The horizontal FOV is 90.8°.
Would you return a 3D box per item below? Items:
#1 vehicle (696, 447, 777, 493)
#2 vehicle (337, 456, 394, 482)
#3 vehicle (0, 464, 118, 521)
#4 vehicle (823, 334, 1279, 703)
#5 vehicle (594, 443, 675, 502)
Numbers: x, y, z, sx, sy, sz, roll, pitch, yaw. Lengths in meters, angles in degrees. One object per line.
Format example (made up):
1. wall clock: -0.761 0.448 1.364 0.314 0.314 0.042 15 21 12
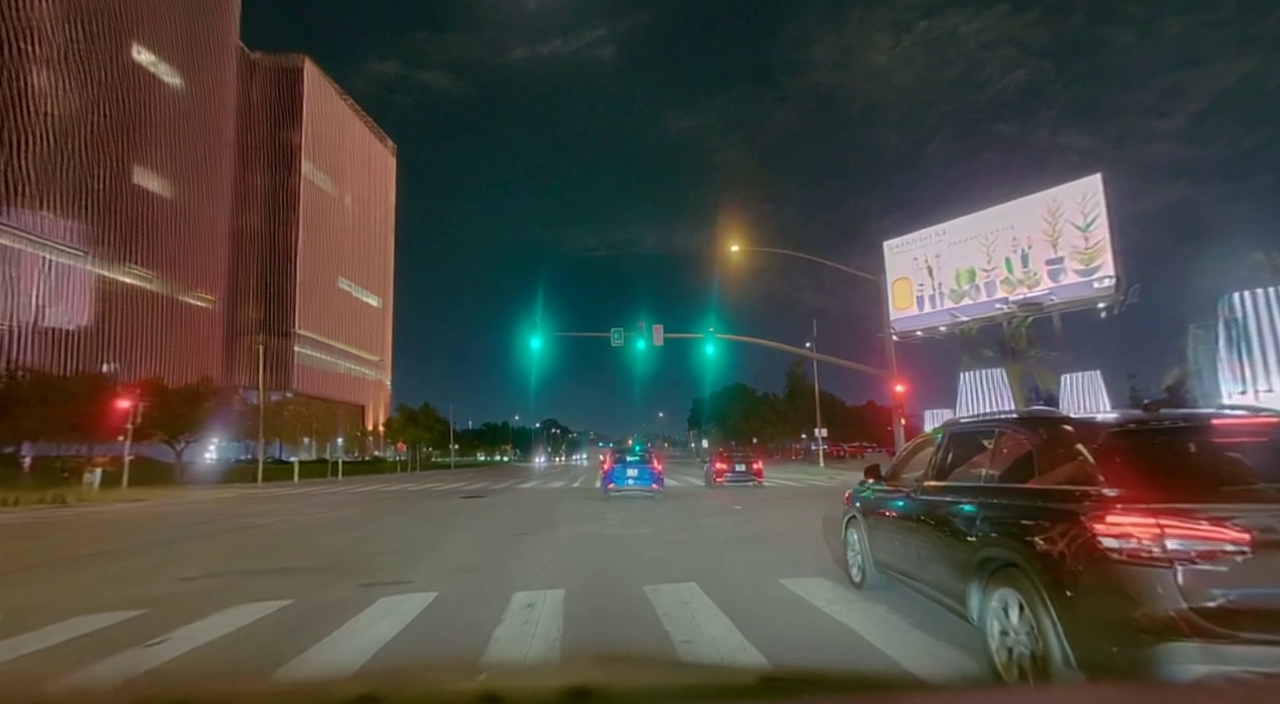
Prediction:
1. vehicle: 3.232 4.042 22.060 2.009 1.414 4.416 0 -8 -2
2. vehicle: -19.160 8.151 44.342 1.942 1.628 4.721 0 -9 -1
3. vehicle: -19.167 4.329 19.733 1.942 1.453 4.448 -1 -8 0
4. vehicle: 3.001 1.132 4.435 2.047 1.785 4.357 0 -8 -1
5. vehicle: -0.180 3.400 18.288 2.095 1.502 3.873 0 -8 -1
